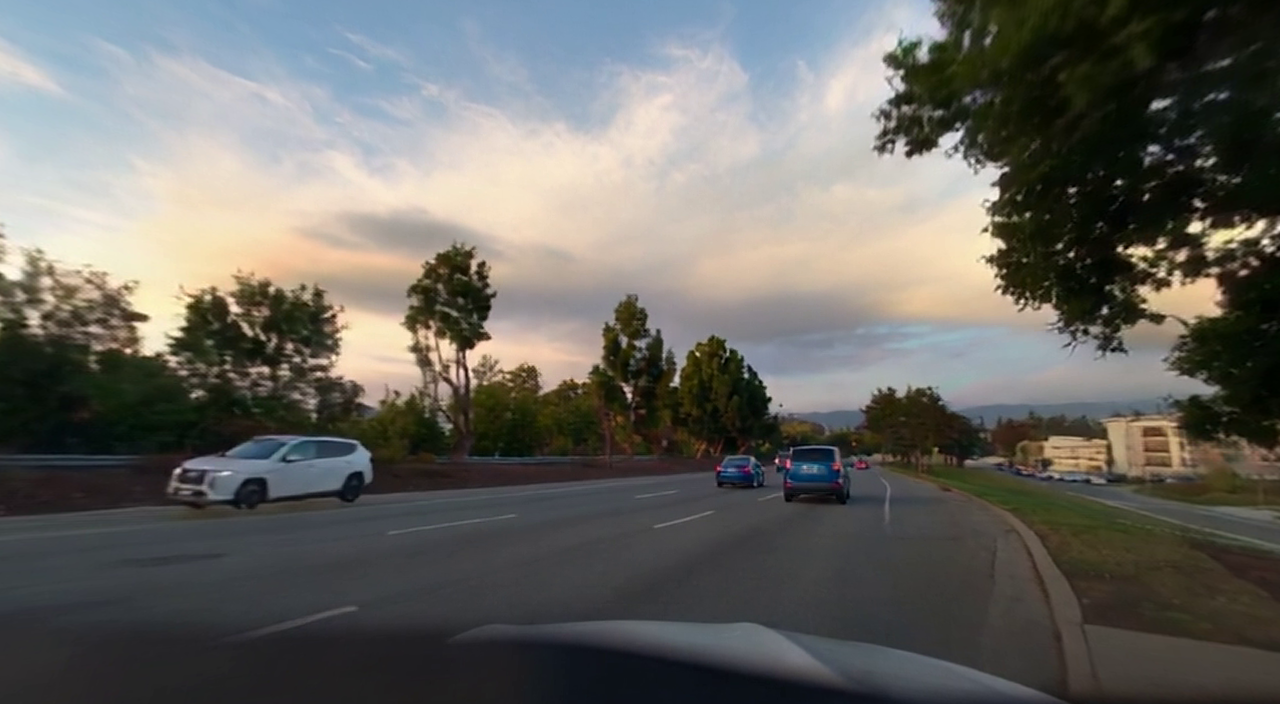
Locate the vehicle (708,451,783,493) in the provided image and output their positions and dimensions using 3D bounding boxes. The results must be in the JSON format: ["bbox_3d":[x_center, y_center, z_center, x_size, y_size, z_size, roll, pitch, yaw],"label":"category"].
[{"bbox_3d":[4.648,5.081,27.230,2.123,1.592,4.505,-4,-9,23],"label":"vehicle"}]

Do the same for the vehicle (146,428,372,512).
[{"bbox_3d":[-9.496,2.940,16.272,1.973,1.826,4.538,-4,-9,25],"label":"vehicle"}]

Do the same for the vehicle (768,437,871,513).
[{"bbox_3d":[5.209,3.370,17.926,2.125,1.830,4.370,-4,-9,24],"label":"vehicle"}]
